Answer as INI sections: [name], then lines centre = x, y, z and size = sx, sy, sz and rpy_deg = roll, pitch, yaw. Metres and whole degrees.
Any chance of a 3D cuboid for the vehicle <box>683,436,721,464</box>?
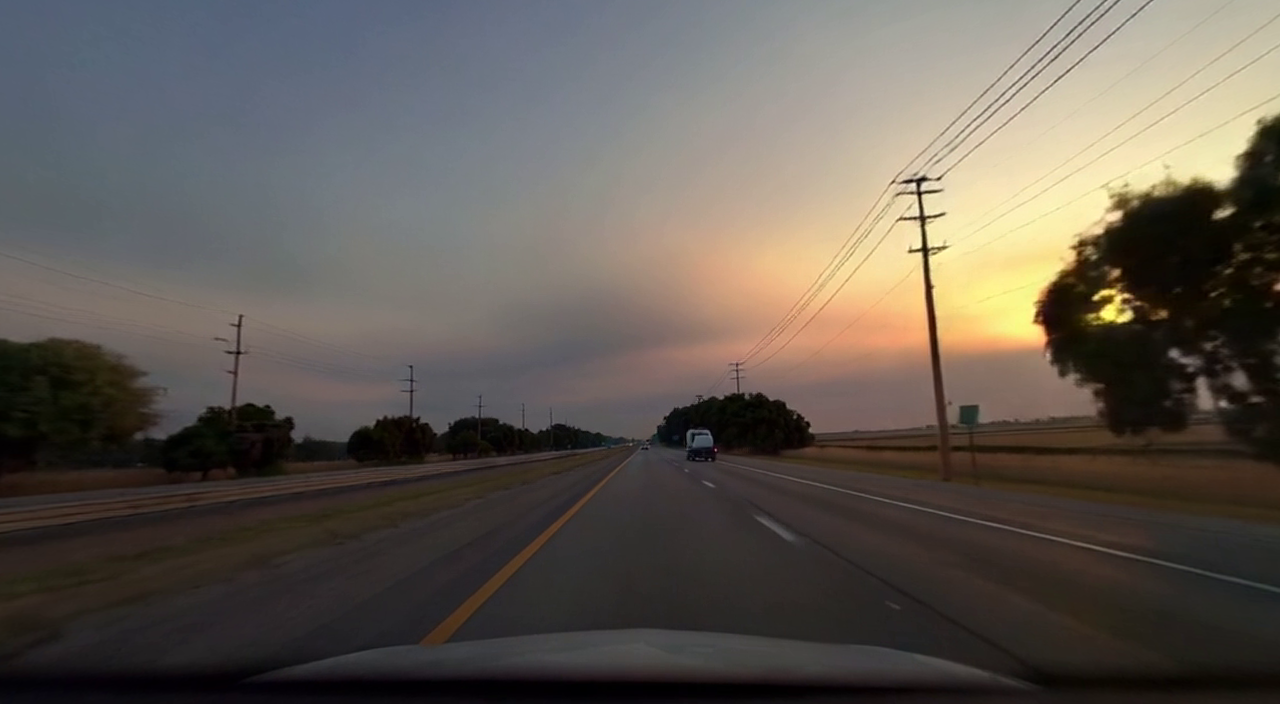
[vehicle]
centre = 4.444, 7.145, 45.869
size = 2.228, 1.852, 5.449
rpy_deg = 0, -8, -1
